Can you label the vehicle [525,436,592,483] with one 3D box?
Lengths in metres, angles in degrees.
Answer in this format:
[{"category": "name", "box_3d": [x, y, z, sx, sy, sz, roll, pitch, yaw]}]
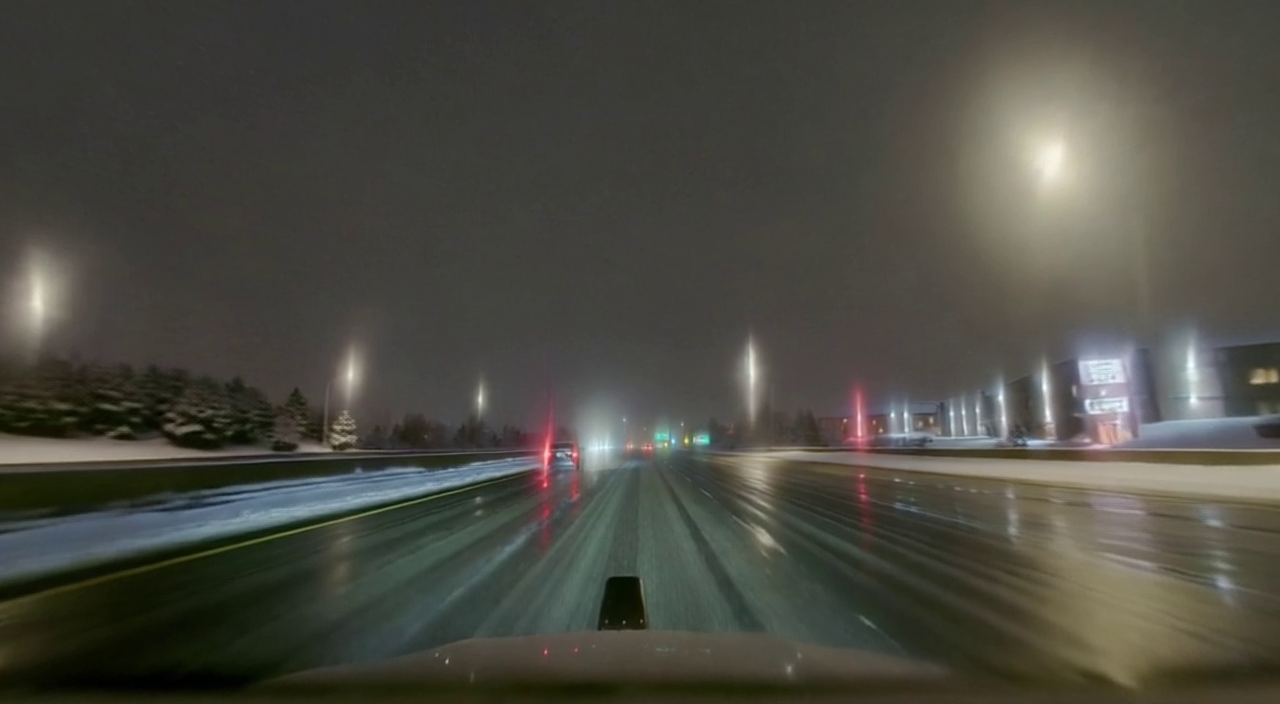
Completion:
[{"category": "vehicle", "box_3d": [-3.154, 4.268, 25.413, 2.072, 1.706, 4.359, 0, -8, 1]}]
